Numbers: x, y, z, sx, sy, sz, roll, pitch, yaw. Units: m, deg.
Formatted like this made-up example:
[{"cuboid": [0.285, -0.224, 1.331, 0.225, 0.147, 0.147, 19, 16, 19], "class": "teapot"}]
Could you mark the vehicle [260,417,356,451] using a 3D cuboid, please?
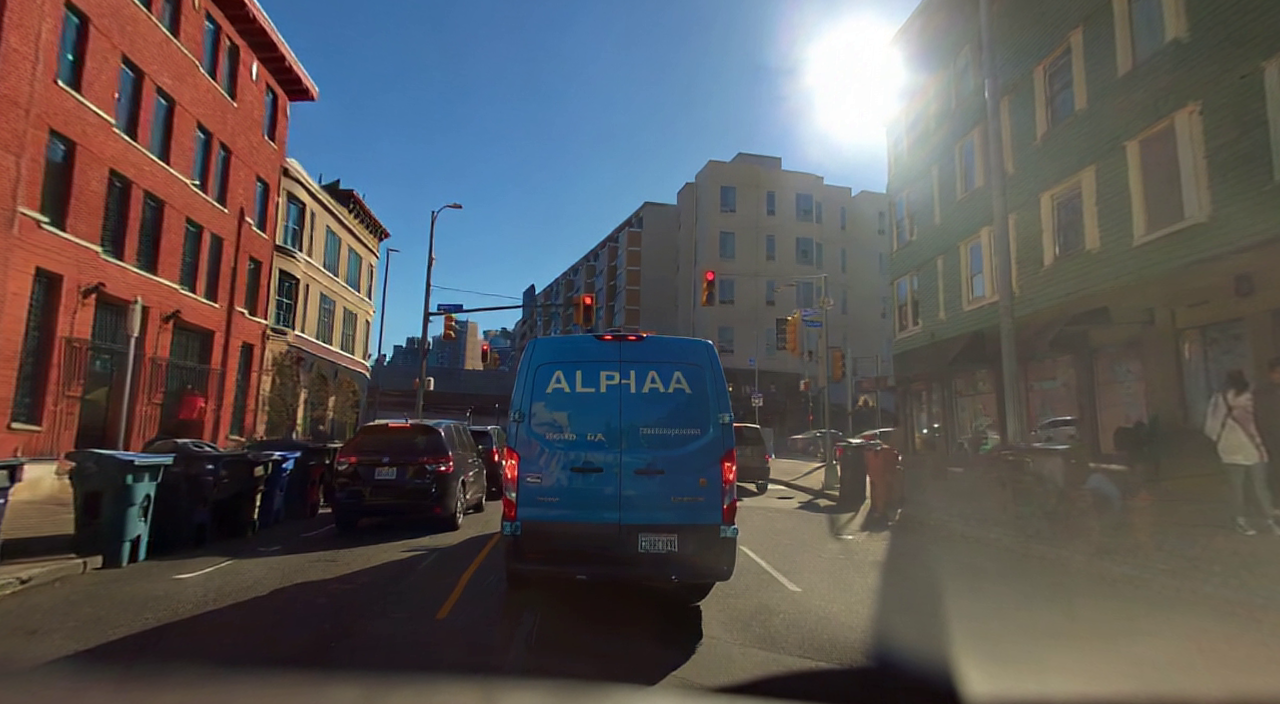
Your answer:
[{"cuboid": [-15.850, 3.937, 30.267, 3.713, 1.571, 1.751, 2, -8, -16], "class": "vehicle"}]

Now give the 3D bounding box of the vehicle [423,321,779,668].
[{"cuboid": [-0.326, 1.059, 5.701, 1.951, 1.907, 4.266, 0, -8, -3], "class": "vehicle"}]

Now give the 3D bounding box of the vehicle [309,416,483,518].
[{"cuboid": [-3.956, 1.893, 10.870, 1.841, 1.461, 3.426, 1, -8, -5], "class": "vehicle"}]

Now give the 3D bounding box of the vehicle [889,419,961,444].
[{"cuboid": [16.102, 4.504, 35.660, 3.381, 1.391, 1.529, 1, -8, -11], "class": "vehicle"}]
